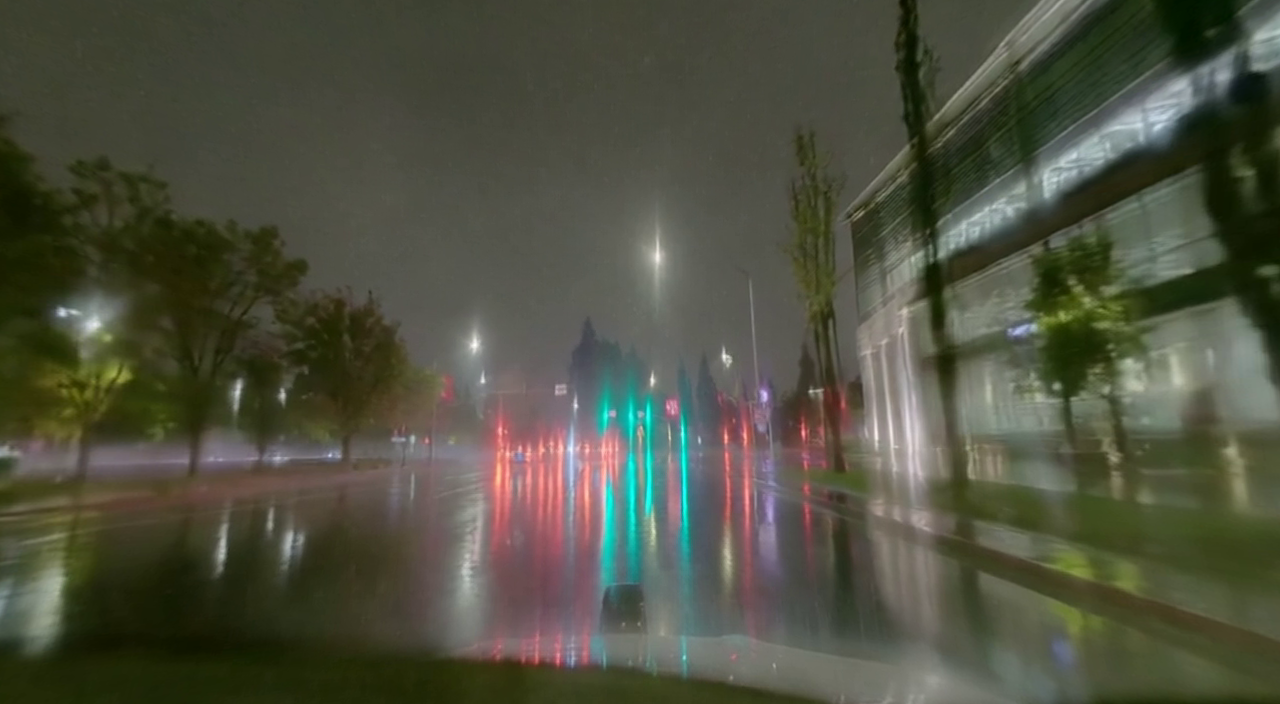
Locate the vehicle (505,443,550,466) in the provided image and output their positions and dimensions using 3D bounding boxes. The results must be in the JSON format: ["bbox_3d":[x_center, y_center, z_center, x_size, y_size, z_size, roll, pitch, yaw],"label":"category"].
[{"bbox_3d":[-7.515,6.903,42.445,2.030,1.440,4.464,0,-8,2],"label":"vehicle"}]

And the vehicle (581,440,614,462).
[{"bbox_3d":[-3.192,7.513,47.807,2.043,1.636,4.320,0,-8,2],"label":"vehicle"}]
